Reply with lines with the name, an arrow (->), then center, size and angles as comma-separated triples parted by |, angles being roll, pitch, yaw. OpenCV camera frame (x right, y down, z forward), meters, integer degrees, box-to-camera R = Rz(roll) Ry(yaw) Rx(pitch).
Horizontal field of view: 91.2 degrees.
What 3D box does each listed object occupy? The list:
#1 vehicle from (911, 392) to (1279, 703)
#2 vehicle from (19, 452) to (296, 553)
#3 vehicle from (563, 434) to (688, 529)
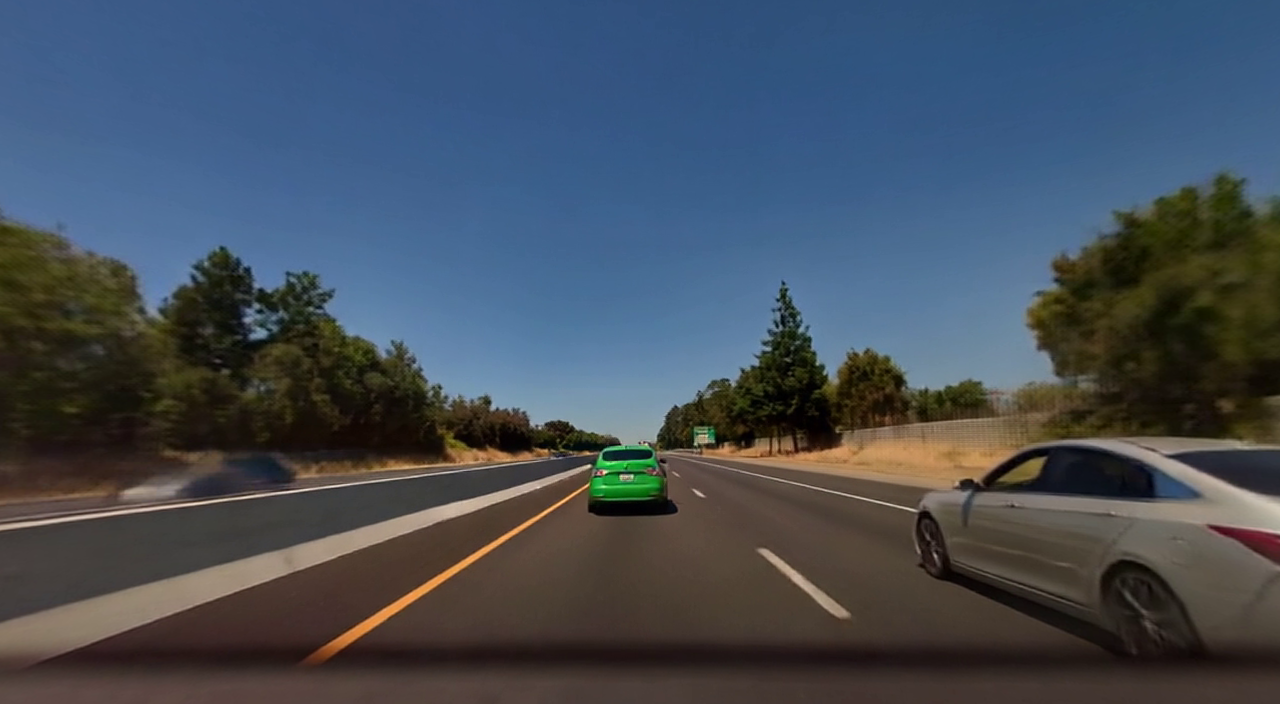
vehicle -> 3.691, 1.131, 3.911 | 2.021, 1.533, 4.014 | 0, -9, -3
vehicle -> -9.033, 2.785, 12.303 | 1.925, 1.558, 4.069 | -1, -9, 6
vehicle -> -0.328, 2.503, 12.696 | 2.083, 1.548, 4.251 | 0, -9, -2
